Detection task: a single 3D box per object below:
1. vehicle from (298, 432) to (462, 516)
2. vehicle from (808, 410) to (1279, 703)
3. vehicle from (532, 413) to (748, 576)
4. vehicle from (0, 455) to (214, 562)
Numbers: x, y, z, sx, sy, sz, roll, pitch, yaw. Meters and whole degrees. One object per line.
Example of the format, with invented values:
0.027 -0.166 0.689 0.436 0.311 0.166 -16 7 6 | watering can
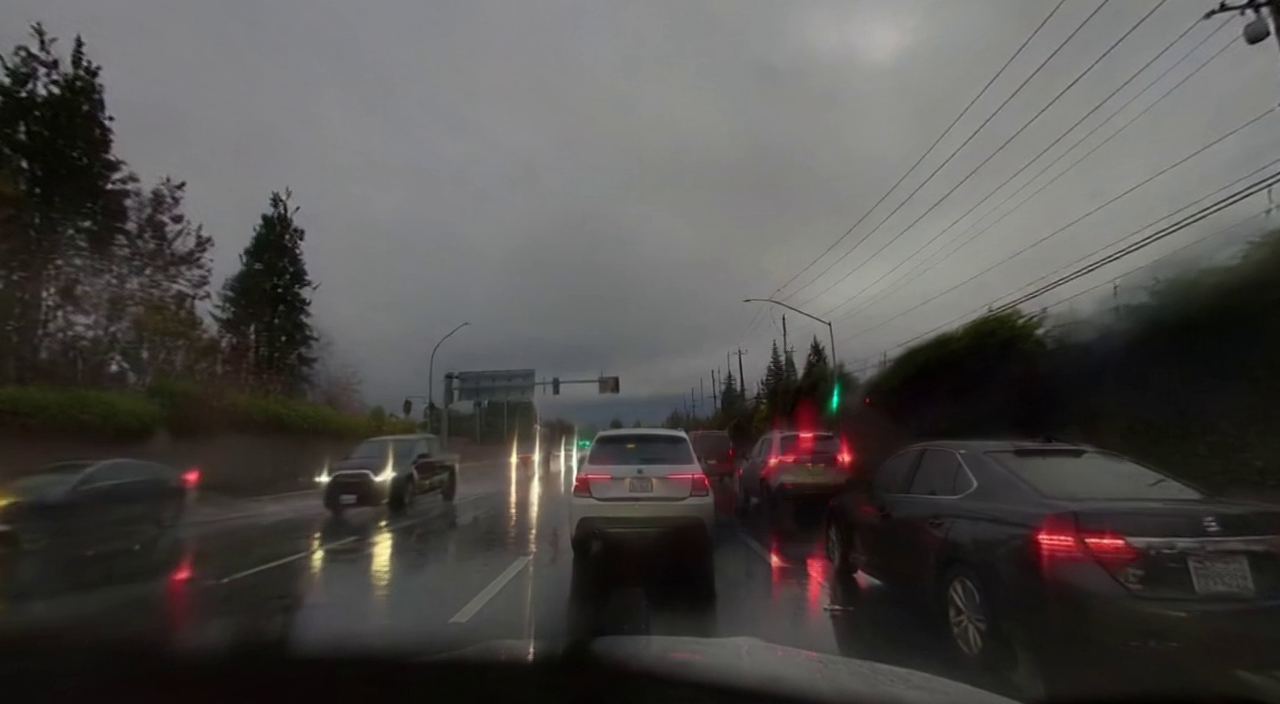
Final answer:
-6.167 2.929 15.670 2.068 1.739 4.572 0 -8 1 | vehicle
2.883 1.320 4.949 1.950 1.487 4.275 0 -8 0 | vehicle
0.008 1.768 8.594 2.200 1.653 4.127 0 -8 0 | vehicle
-10.066 2.630 11.293 1.921 1.471 4.137 0 -8 1 | vehicle
